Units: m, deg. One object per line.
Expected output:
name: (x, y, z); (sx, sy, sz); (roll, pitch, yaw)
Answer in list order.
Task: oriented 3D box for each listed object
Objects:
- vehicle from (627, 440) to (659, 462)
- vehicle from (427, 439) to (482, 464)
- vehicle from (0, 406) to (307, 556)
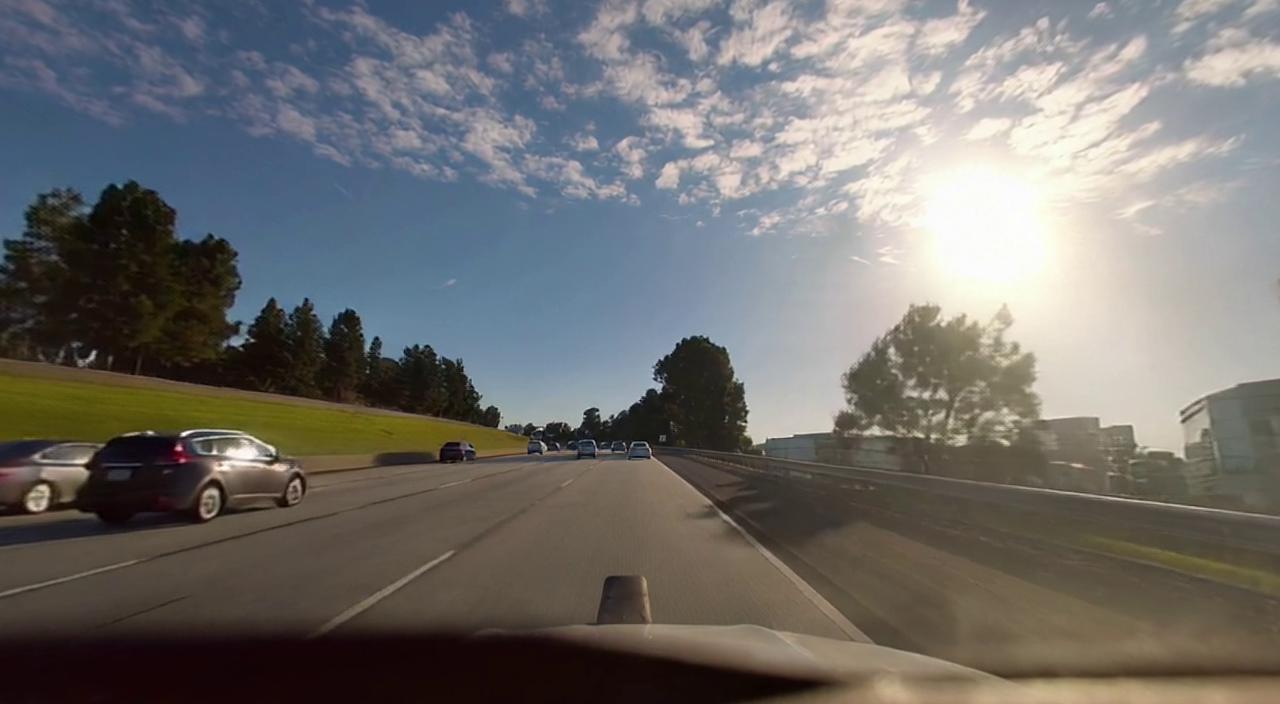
vehicle: (0.178, 6.923, 44.237); (2.060, 1.465, 3.974); (0, -8, -2)
vehicle: (-11.837, 6.395, 40.401); (2.056, 1.489, 4.852); (0, -8, 0)
vehicle: (-7.713, 1.846, 9.788); (2.238, 1.712, 5.000); (0, -8, 1)
